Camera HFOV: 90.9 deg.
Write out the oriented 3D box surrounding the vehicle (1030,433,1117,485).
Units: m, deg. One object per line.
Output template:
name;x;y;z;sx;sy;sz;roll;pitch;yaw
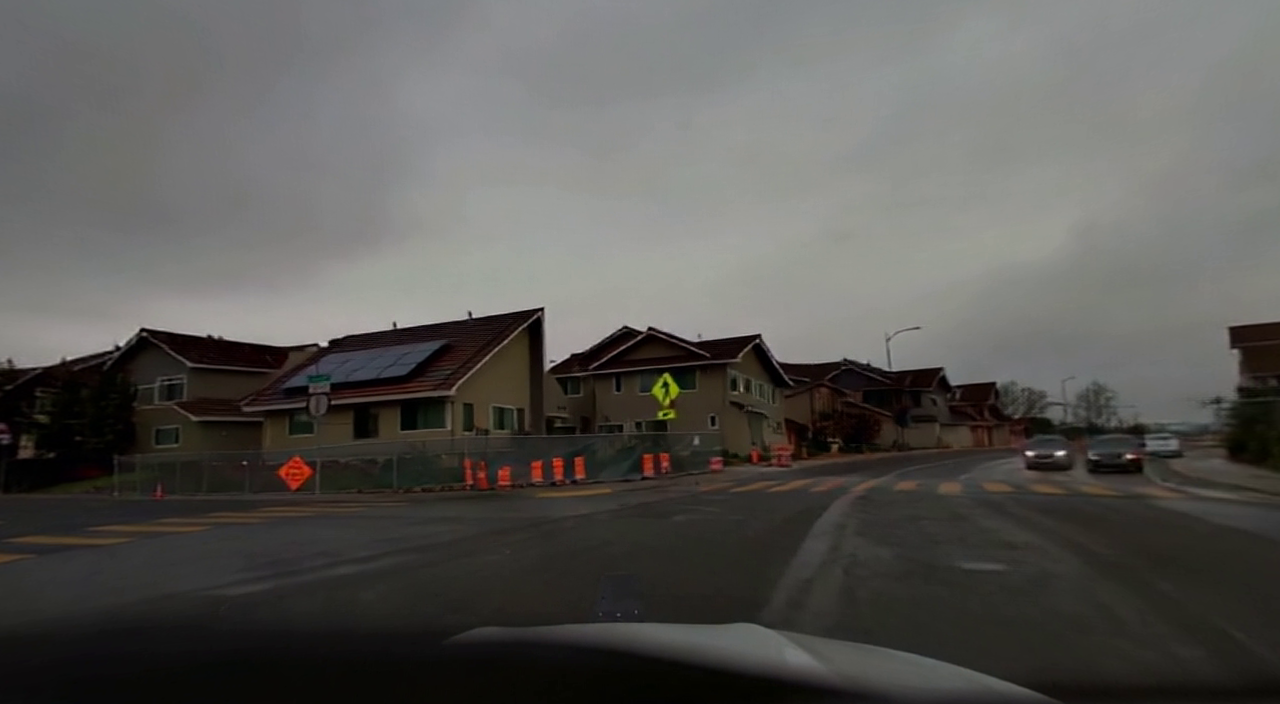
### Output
vehicle;13.693;3.347;20.037;1.966;1.455;4.075;-5;-9;33
